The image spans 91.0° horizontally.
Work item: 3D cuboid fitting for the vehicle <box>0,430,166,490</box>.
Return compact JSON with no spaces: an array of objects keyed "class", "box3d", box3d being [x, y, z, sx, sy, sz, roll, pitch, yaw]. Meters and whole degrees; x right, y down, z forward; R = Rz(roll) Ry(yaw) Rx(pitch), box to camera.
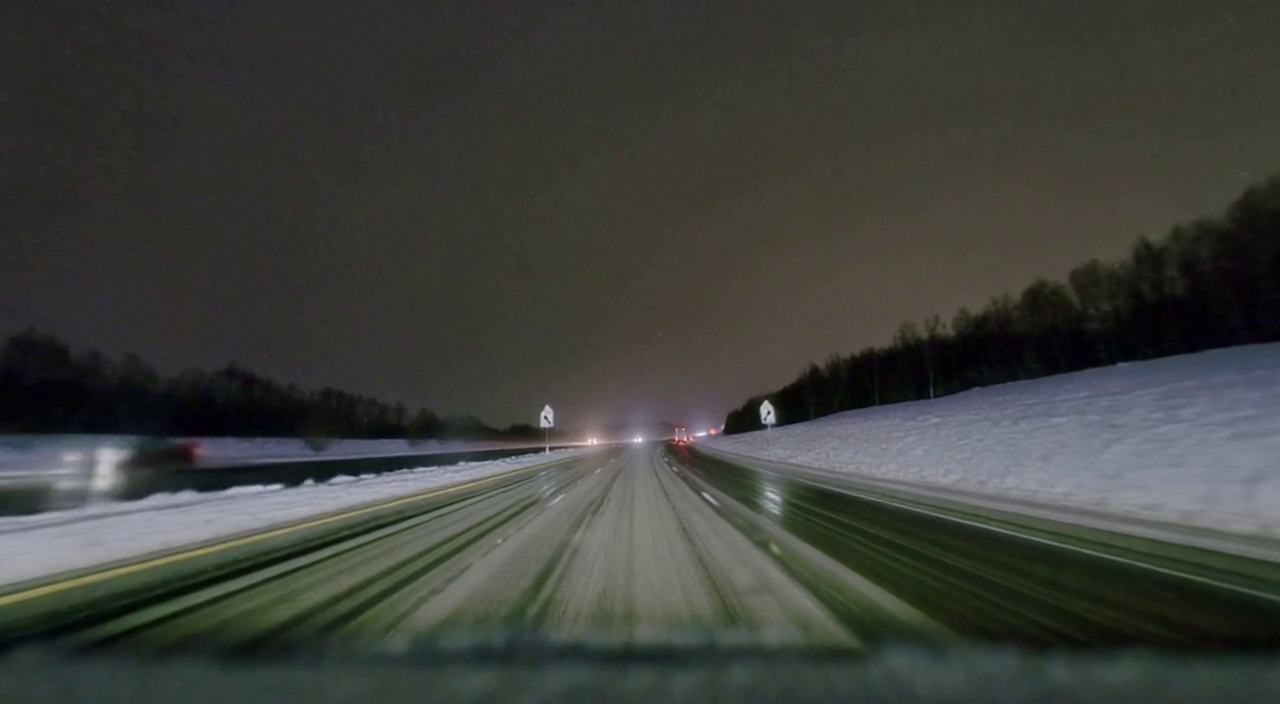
[{"class":"vehicle","box3d":[-20.853,3.988,23.685,2.075,1.944,4.938,-1,-8,1]}]
